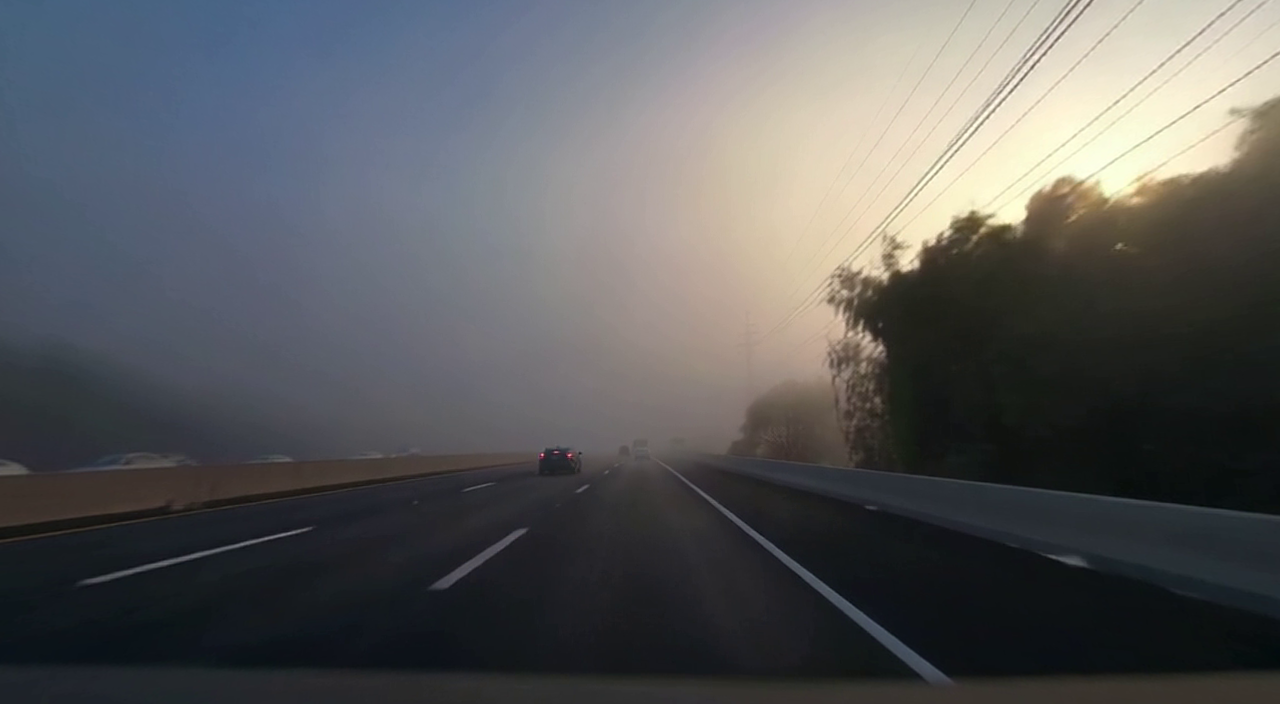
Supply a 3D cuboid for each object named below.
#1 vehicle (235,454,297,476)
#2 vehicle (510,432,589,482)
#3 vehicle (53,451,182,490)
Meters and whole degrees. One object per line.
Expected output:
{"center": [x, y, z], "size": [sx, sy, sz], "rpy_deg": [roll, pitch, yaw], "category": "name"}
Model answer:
{"center": [-28.387, 8.570, 47.981], "size": [1.901, 1.511, 4.551], "rpy_deg": [0, -9, 1], "category": "vehicle"}
{"center": [-3.774, 4.542, 27.471], "size": [2.577, 1.939, 5.408], "rpy_deg": [0, -9, 1], "category": "vehicle"}
{"center": [-24.590, 5.553, 29.923], "size": [1.969, 1.643, 4.768], "rpy_deg": [0, -9, 1], "category": "vehicle"}
